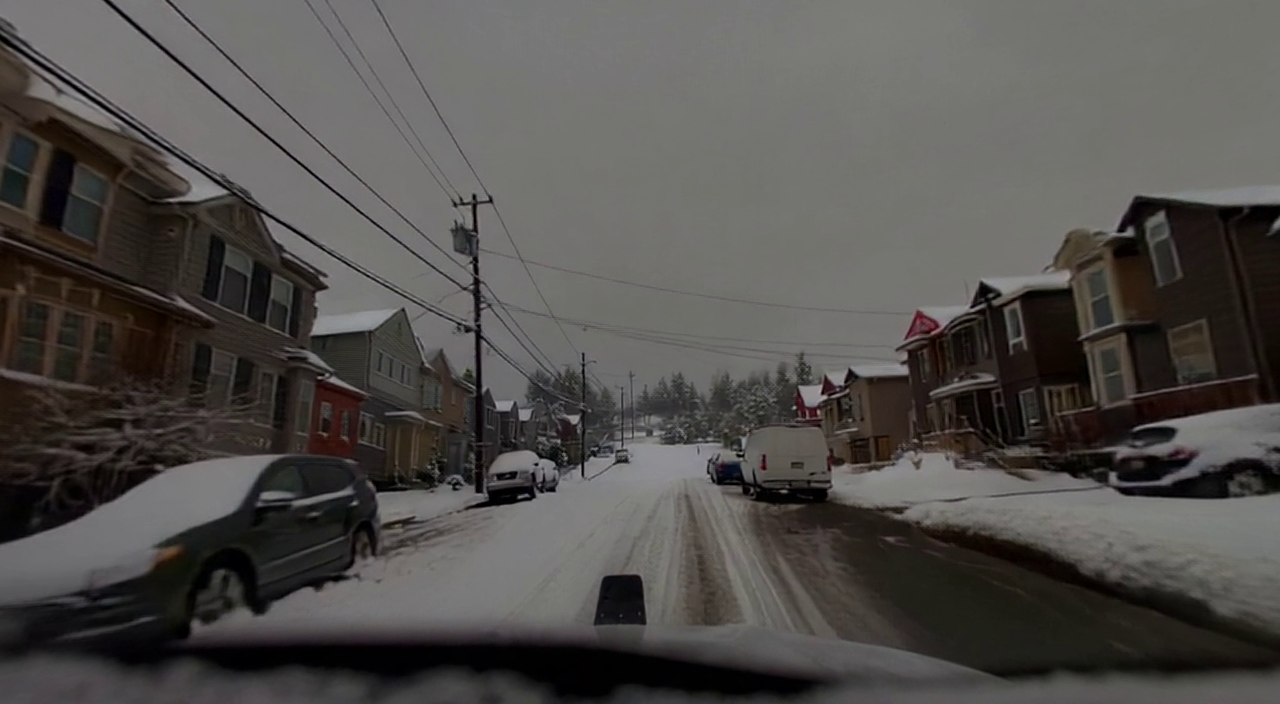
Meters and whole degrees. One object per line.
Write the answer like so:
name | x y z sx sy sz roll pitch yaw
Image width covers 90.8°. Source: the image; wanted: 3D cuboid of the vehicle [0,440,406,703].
vehicle | -4.037 1.653 5.896 1.960 1.507 4.542 -2 -7 1

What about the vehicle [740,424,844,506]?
vehicle | 4.500 3.420 19.508 2.343 2.229 4.199 -1 -9 3

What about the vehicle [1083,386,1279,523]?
vehicle | 9.495 1.268 9.105 4.532 1.533 1.997 -8 -9 1

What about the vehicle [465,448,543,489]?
vehicle | -7.498 6.416 34.968 3.684 1.628 1.792 7 -5 3
